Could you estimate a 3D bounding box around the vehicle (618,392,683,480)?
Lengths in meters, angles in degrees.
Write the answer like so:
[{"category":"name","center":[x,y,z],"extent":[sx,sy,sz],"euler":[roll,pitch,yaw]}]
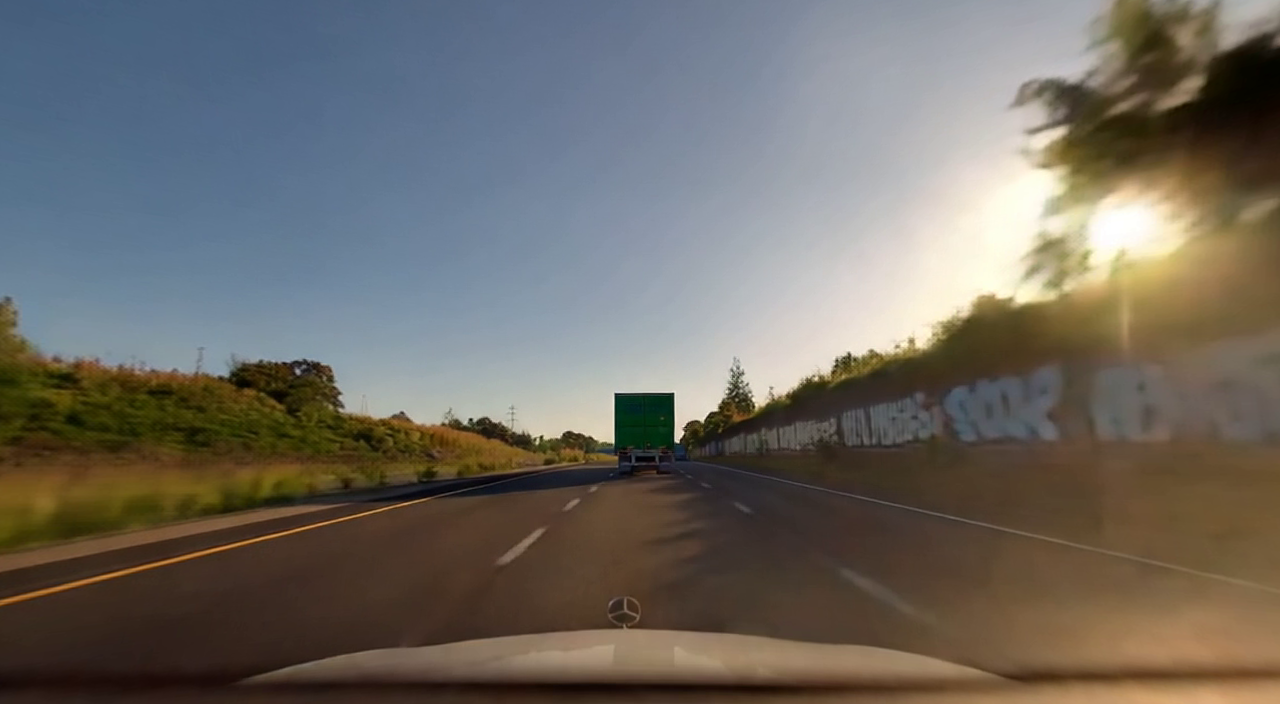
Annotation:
[{"category":"vehicle","center":[0.406,4.573,33.644],"extent":[2.900,3.955,10.151],"euler":[0,-9,-1]}]
